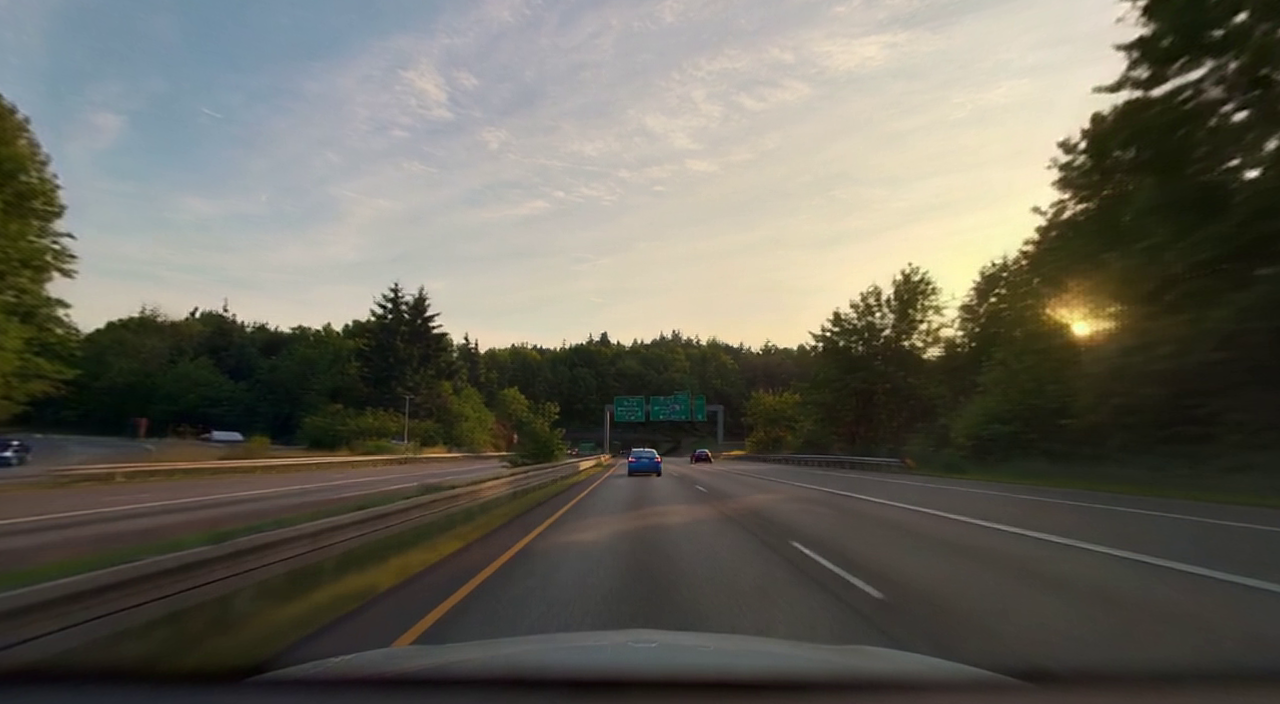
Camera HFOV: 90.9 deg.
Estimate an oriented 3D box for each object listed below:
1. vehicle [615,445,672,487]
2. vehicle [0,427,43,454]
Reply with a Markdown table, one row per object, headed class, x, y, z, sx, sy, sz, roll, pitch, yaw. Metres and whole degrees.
| class | x | y | z | sx | sy | sz | roll | pitch | yaw |
| --- | --- | --- | --- | --- | --- | --- | --- | --- | --- |
| vehicle | 0.097 | 4.444 | 24.890 | 2.069 | 1.523 | 4.012 | 0 | -9 | -1 |
| vehicle | -48.222 | 6.839 | 48.403 | 5.047 | 1.950 | 2.329 | -6 | -11 | 37 |
